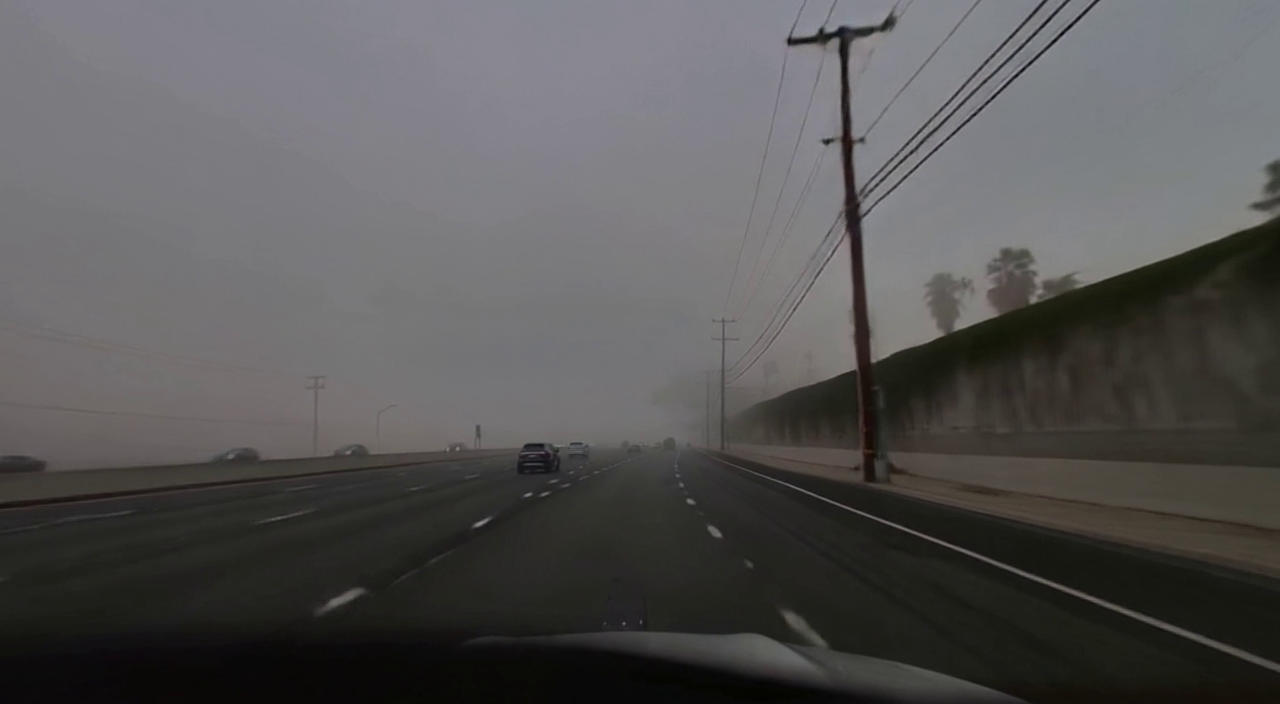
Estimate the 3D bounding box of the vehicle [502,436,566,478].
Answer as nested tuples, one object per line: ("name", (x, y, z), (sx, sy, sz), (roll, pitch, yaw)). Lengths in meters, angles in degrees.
("vehicle", (-4.343, 4.354, 26.526), (2.029, 1.609, 3.935), (0, -8, -1))
